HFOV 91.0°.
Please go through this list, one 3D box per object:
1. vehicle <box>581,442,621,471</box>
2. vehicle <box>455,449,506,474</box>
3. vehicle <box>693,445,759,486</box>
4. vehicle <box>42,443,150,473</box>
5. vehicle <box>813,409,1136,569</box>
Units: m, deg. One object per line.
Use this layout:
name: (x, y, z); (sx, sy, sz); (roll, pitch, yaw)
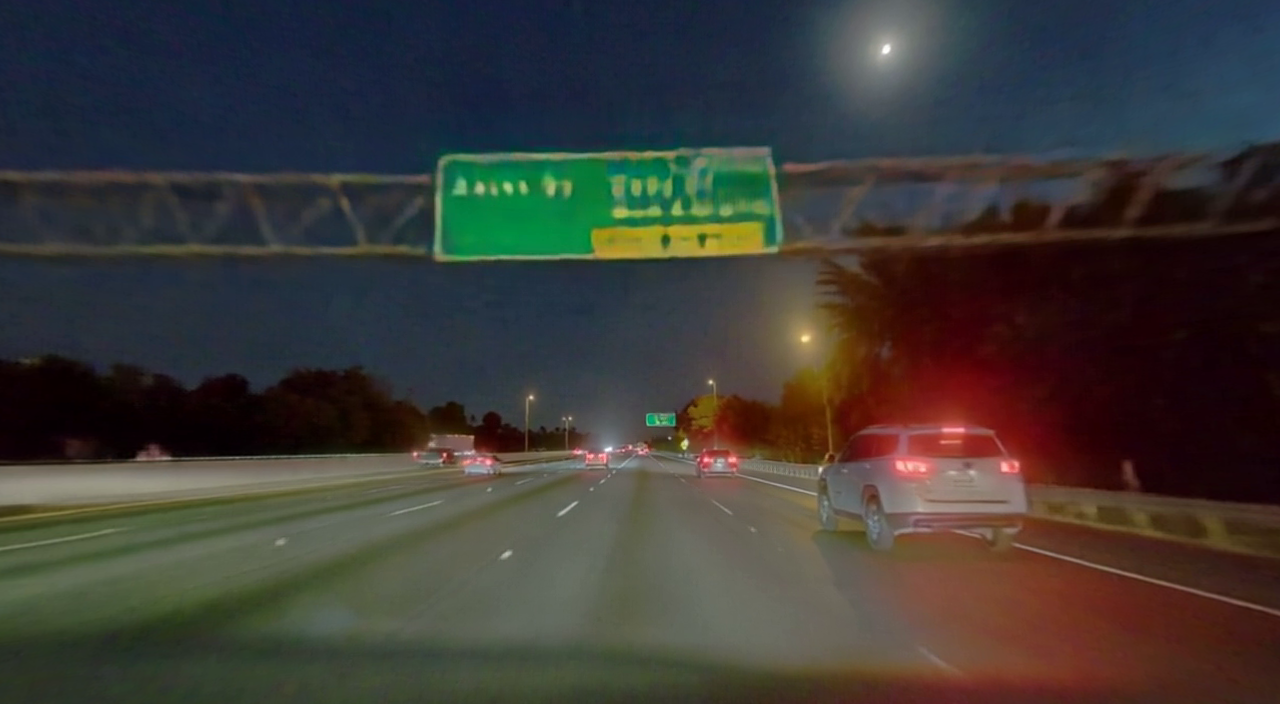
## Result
vehicle: (-2.660, 7.360, 44.535); (2.449, 1.929, 5.503); (0, -9, 0)
vehicle: (-10.258, 7.077, 40.839); (1.974, 1.472, 4.684); (0, -9, 1)
vehicle: (3.461, 4.660, 26.190); (2.126, 1.529, 4.438); (0, -9, 0)
vehicle: (-35.251, 6.860, 41.047); (2.065, 1.752, 5.611); (0, -9, 0)
vehicle: (4.423, 1.901, 9.530); (2.218, 1.776, 4.807); (0, -9, 0)
